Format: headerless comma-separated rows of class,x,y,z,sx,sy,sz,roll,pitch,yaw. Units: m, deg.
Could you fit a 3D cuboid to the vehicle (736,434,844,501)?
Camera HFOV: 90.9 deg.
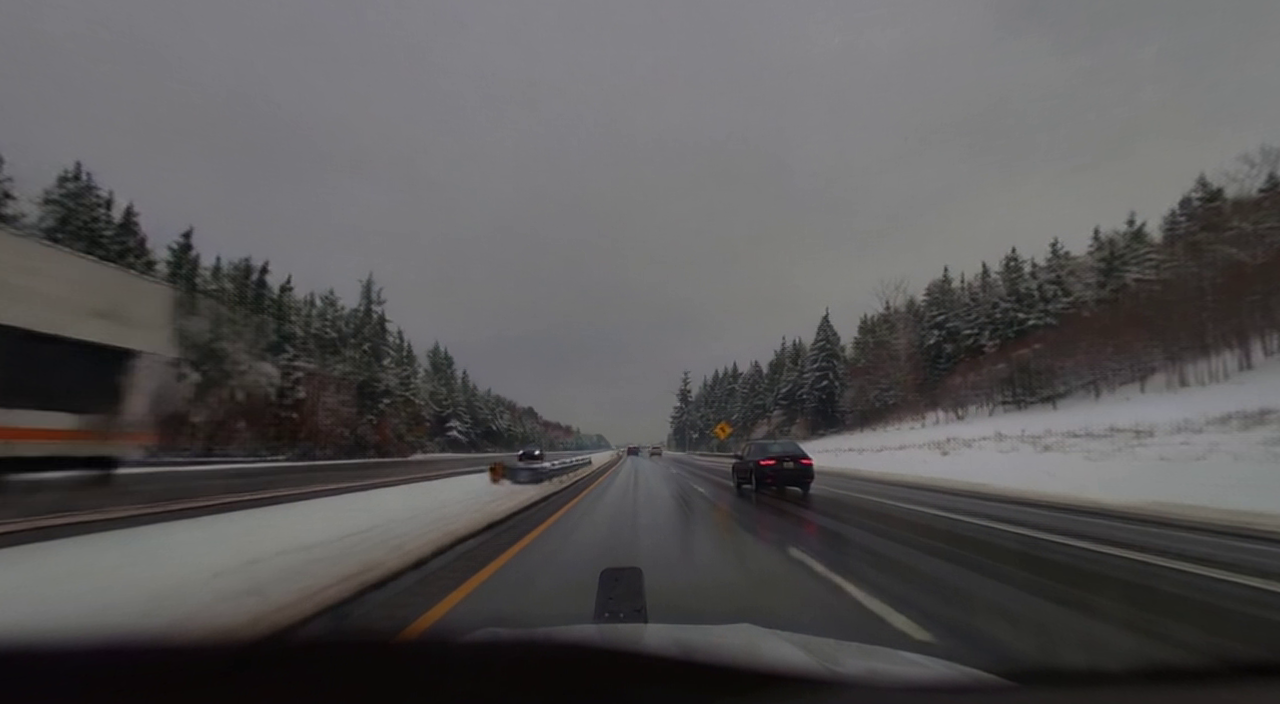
vehicle,4.127,3.240,18.113,1.933,1.663,4.440,0,-9,-1
